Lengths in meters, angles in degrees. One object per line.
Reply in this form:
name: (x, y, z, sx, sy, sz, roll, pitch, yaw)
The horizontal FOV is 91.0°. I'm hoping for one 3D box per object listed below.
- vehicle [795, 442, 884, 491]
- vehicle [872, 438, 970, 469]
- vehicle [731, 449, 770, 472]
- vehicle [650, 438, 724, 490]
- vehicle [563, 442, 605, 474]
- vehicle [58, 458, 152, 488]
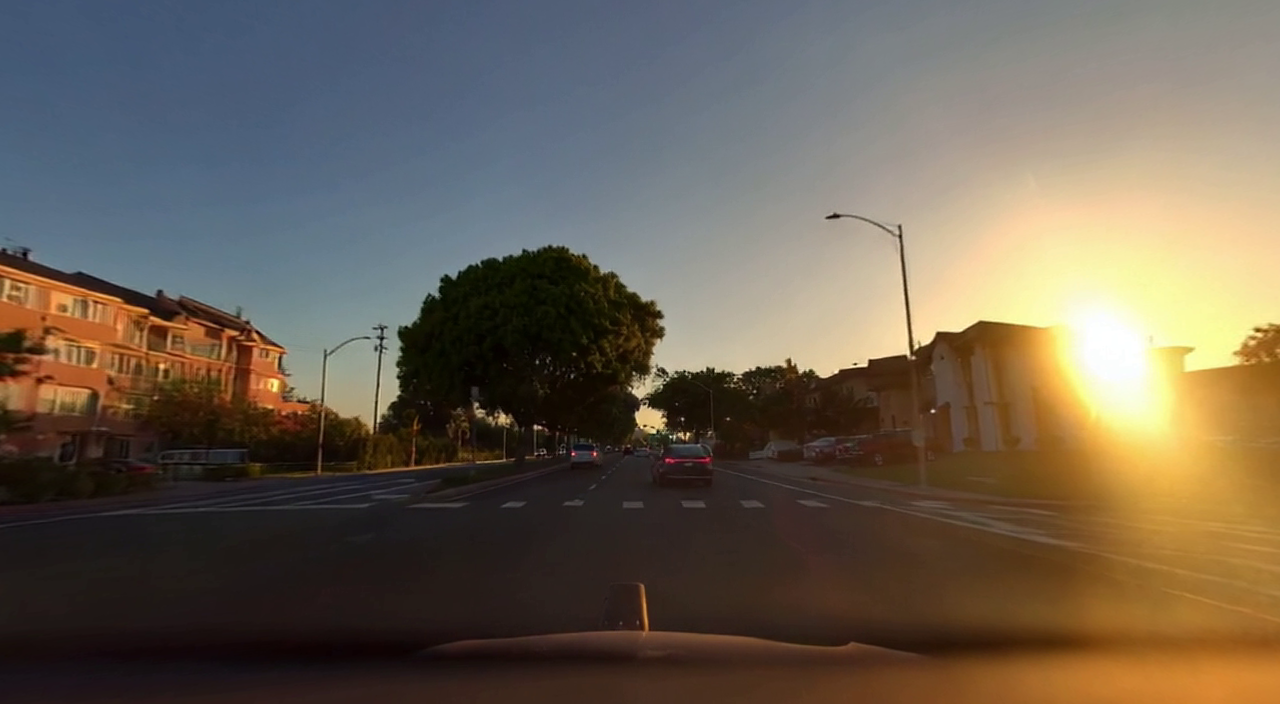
vehicle: (7.674, 4.431, 24.672, 2.012, 1.737, 4.129, 0, -9, -2)
vehicle: (15.429, 5.589, 34.731, 4.489, 1.557, 1.792, -2, -9, 2)
vehicle: (7.701, 7.591, 44.275, 1.947, 1.474, 4.634, 0, -9, 0)
vehicle: (1.583, 4.011, 22.803, 2.084, 1.682, 4.148, 1, -9, -4)
vehicle: (-3.248, 6.264, 37.388, 2.084, 1.735, 4.528, 0, -8, 1)
vehicle: (-30.029, 6.783, 35.473, 1.823, 1.477, 3.984, 0, -9, -1)
